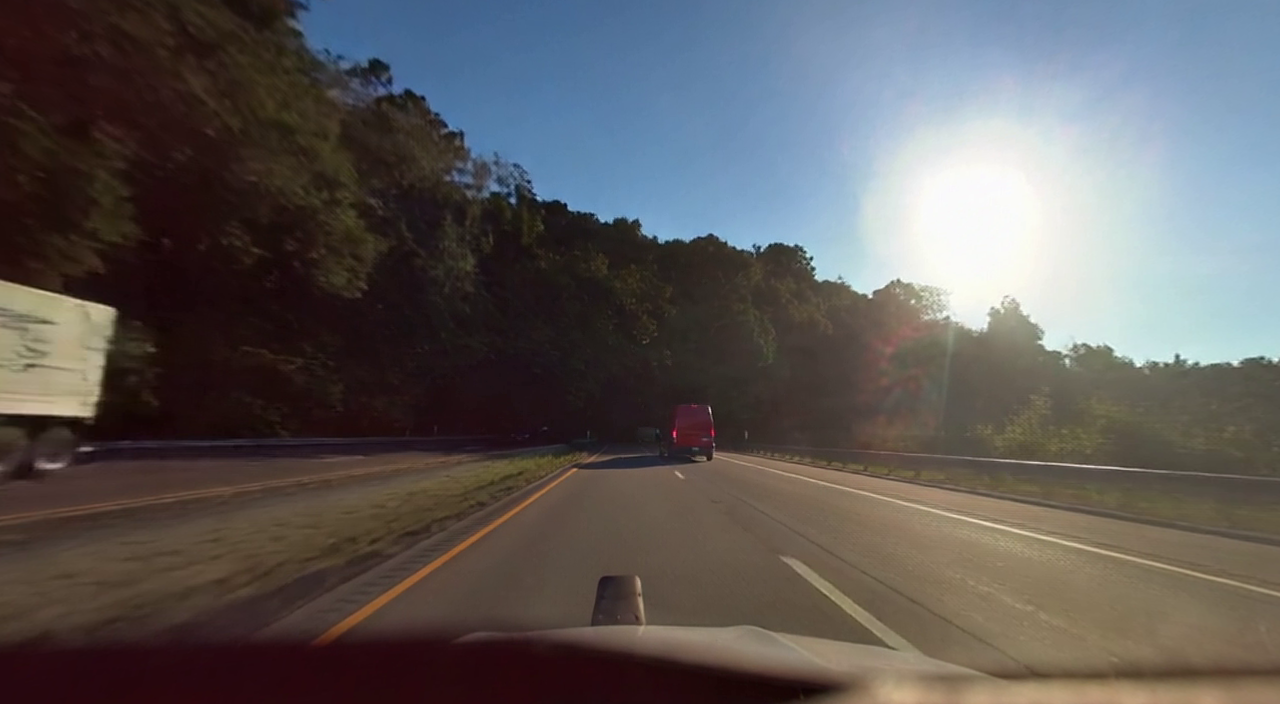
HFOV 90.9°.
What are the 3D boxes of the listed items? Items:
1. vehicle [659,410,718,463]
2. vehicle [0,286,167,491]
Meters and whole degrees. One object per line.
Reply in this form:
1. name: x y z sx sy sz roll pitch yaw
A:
1. vehicle: 2.493 4.602 34.318 2.570 2.596 6.082 0 -8 -2
2. vehicle: -13.205 0.537 10.610 2.816 3.740 9.966 0 -8 -1
